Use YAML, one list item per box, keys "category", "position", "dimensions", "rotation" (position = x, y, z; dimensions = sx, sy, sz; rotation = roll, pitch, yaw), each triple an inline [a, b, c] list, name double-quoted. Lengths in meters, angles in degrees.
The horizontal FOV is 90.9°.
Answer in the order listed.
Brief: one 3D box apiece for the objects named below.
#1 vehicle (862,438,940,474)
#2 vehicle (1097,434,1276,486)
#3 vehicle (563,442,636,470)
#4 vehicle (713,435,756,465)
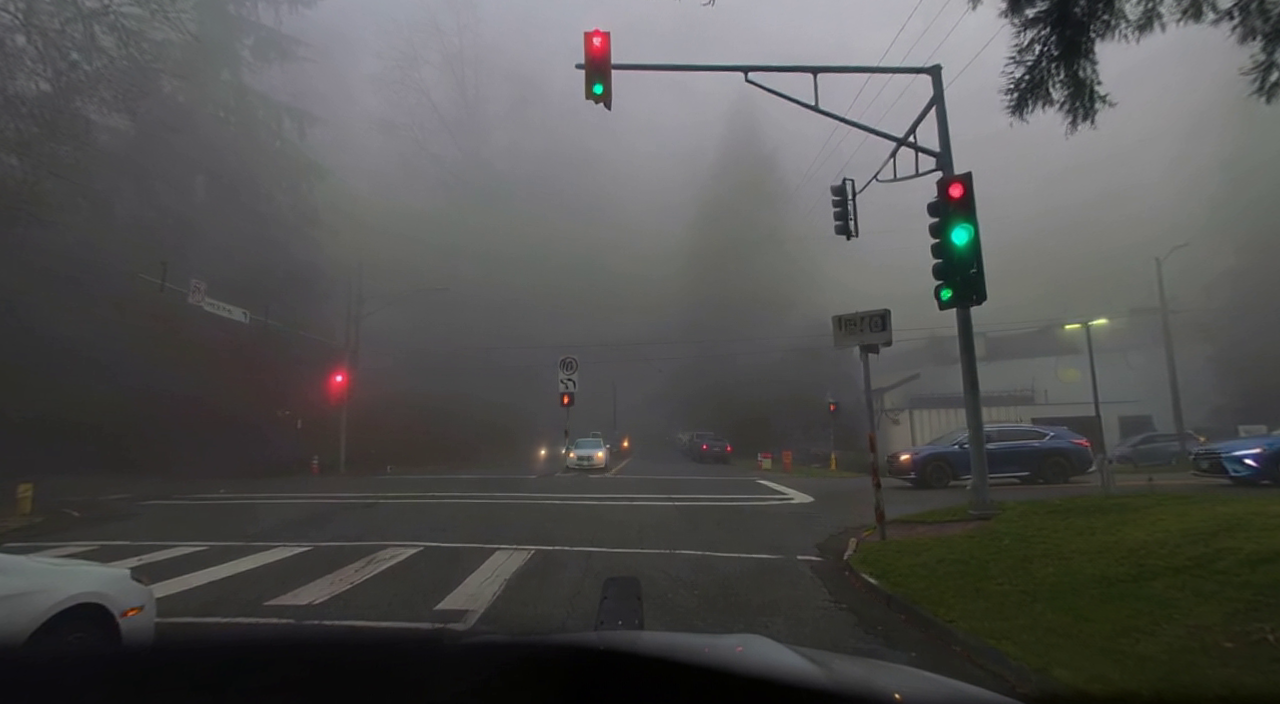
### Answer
- category: "vehicle"
  position: [12.394, 5.035, 30.248]
  dimensions: [1.922, 1.529, 3.964]
  rotation: [0, -12, -1]
- category: "vehicle"
  position: [16.796, 3.321, 19.517]
  dimensions: [3.876, 1.512, 1.784]
  rotation: [0, -8, -1]
- category: "vehicle"
  position: [-2.436, 6.151, 37.552]
  dimensions: [3.991, 1.526, 1.868]
  rotation: [-4, -9, 30]
- category: "vehicle"
  position: [6.917, 7.150, 46.186]
  dimensions: [1.491, 2.041, 2.964]
  rotation: [6, -9, -34]
